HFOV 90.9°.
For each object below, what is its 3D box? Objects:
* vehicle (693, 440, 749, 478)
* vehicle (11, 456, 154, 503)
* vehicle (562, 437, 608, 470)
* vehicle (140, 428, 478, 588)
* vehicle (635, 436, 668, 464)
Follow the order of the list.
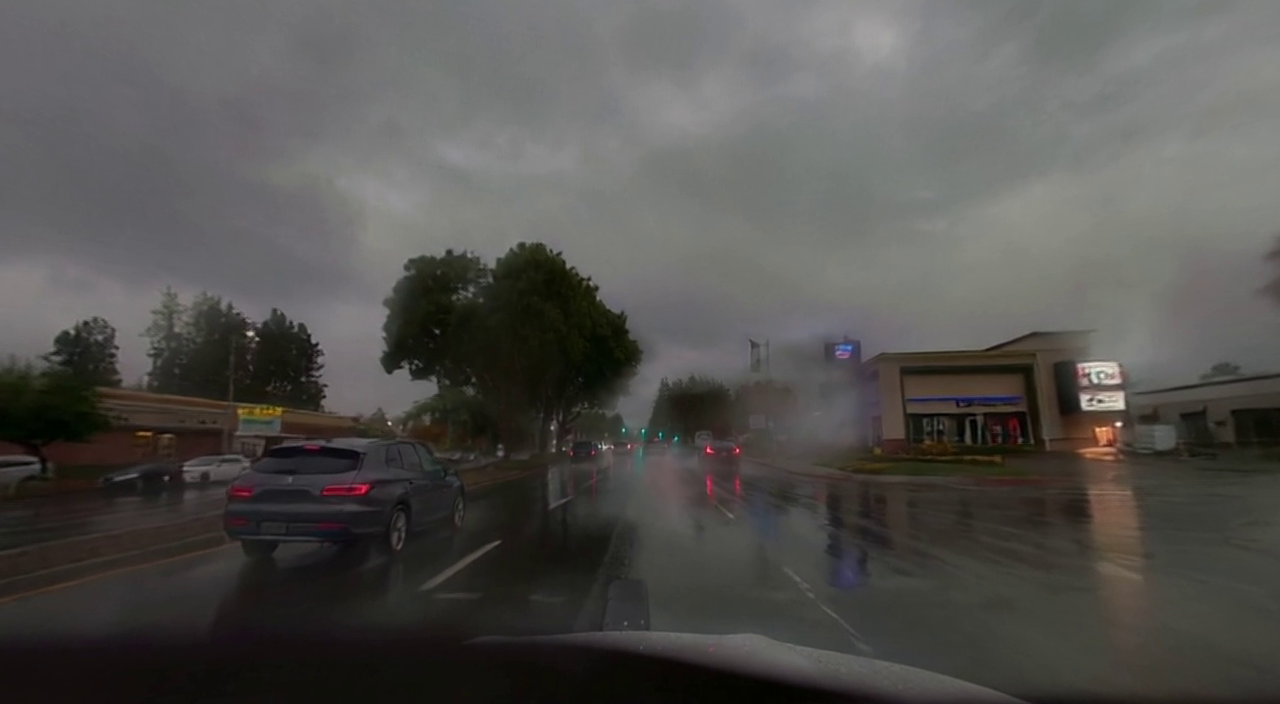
[{"bbox_3d":[3.540,4.729,28.110,1.922,1.579,3.642,0,-9,-2],"label":"vehicle"},{"bbox_3d":[-22.653,5.149,25.876,1.877,1.467,4.406,-4,-7,1],"label":"vehicle"},{"bbox_3d":[-2.969,5.608,34.894,2.026,1.665,4.193,0,-9,2],"label":"vehicle"},{"bbox_3d":[-3.675,1.793,8.141,1.908,1.481,4.351,0,-9,1],"label":"vehicle"},{"bbox_3d":[0.780,6.728,43.341,2.193,1.873,4.033,0,-9,1],"label":"vehicle"}]
